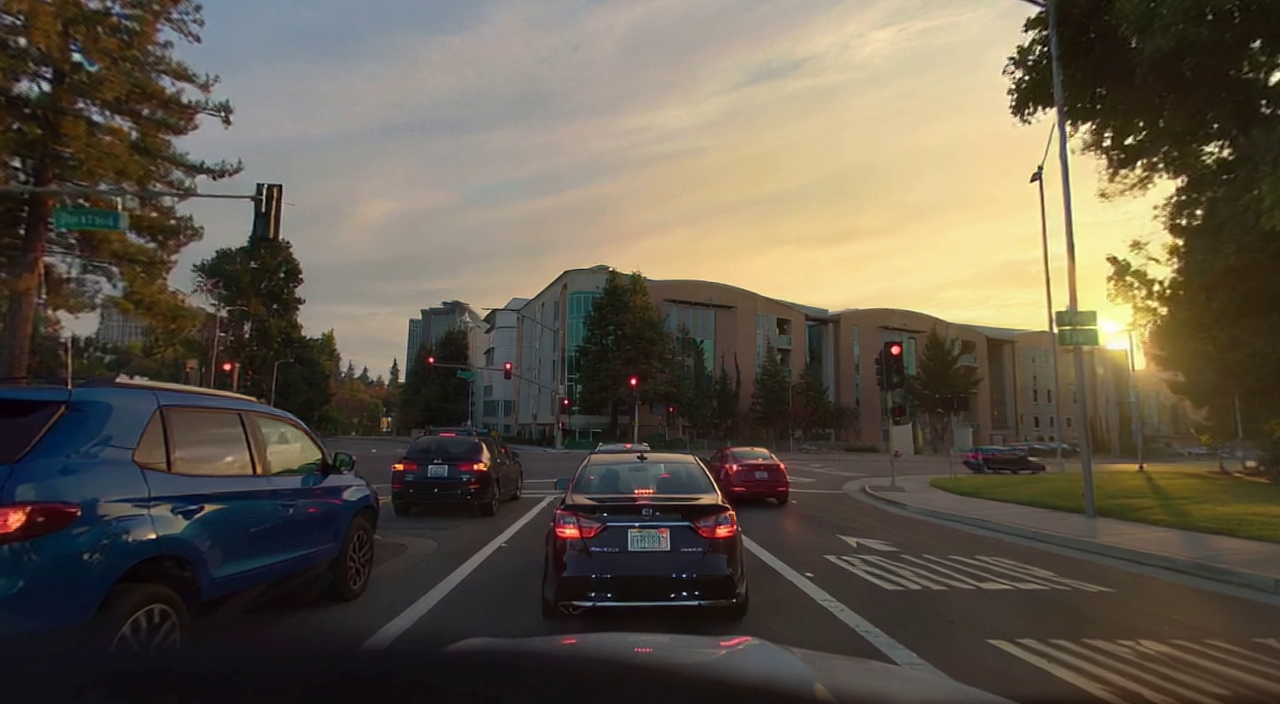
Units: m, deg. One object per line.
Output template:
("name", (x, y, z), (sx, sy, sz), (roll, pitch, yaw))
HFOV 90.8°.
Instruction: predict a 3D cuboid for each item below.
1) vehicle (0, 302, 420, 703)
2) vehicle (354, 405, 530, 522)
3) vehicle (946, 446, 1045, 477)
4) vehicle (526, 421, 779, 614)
("vehicle", (-3.139, 1.012, 4.141), (1.924, 1.737, 4.387), (0, -8, -2))
("vehicle", (-3.880, 2.315, 13.695), (2.305, 1.984, 5.586), (0, -8, -3))
("vehicle", (22.310, 6.862, 39.784), (4.874, 1.854, 2.230), (0, -9, -3))
("vehicle", (-0.060, 1.628, 7.267), (2.001, 1.483, 4.442), (0, -8, -4))
